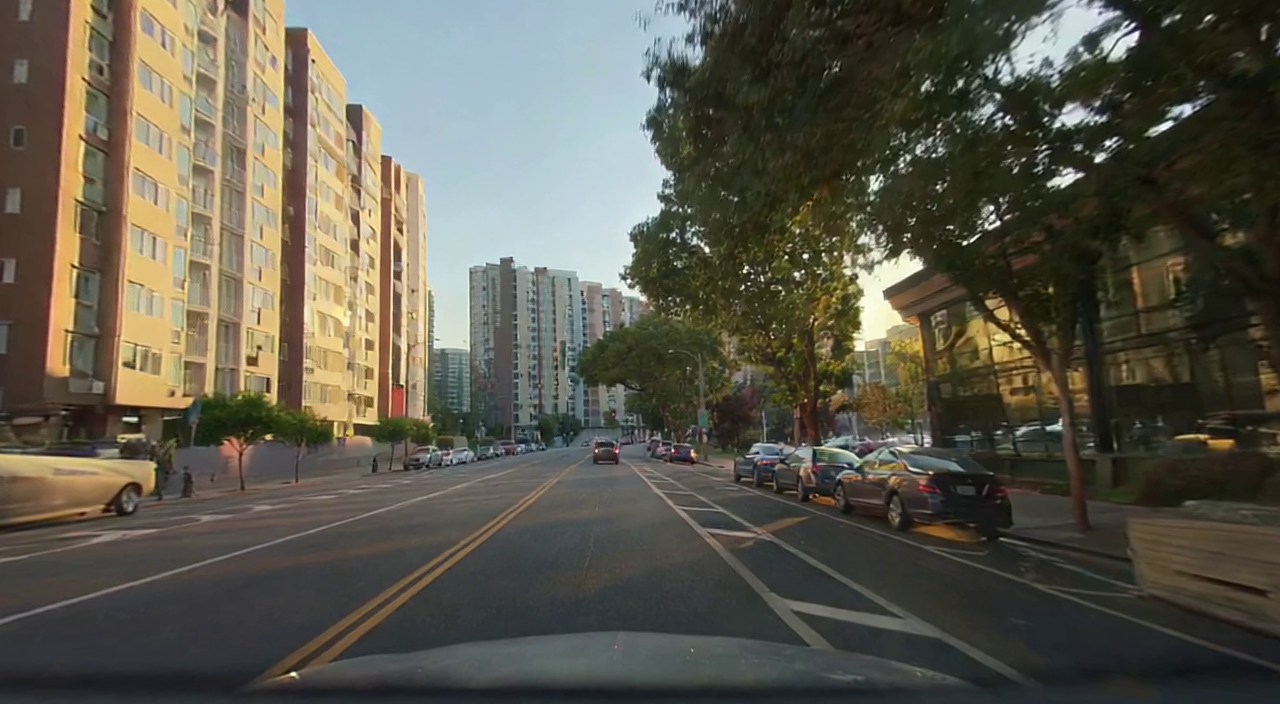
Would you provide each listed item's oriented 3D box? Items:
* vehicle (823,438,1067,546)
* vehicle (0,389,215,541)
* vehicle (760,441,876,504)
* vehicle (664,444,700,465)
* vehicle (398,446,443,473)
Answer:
[{"bbox_3d":[4.999,2.330,11.313,2.049,1.507,4.585,0,-8,-1],"label":"vehicle"},{"bbox_3d":[-13.110,2.239,12.727,2.917,2.739,9.335,0,-8,-2],"label":"vehicle"},{"bbox_3d":[4.665,3.189,17.242,1.797,1.486,4.154,0,-8,-2],"label":"vehicle"},{"bbox_3d":[3.038,7.500,46.281,2.085,1.466,4.276,1,-8,-3],"label":"vehicle"},{"bbox_3d":[-14.883,7.308,43.096,1.908,1.694,4.306,1,-8,-6],"label":"vehicle"}]
